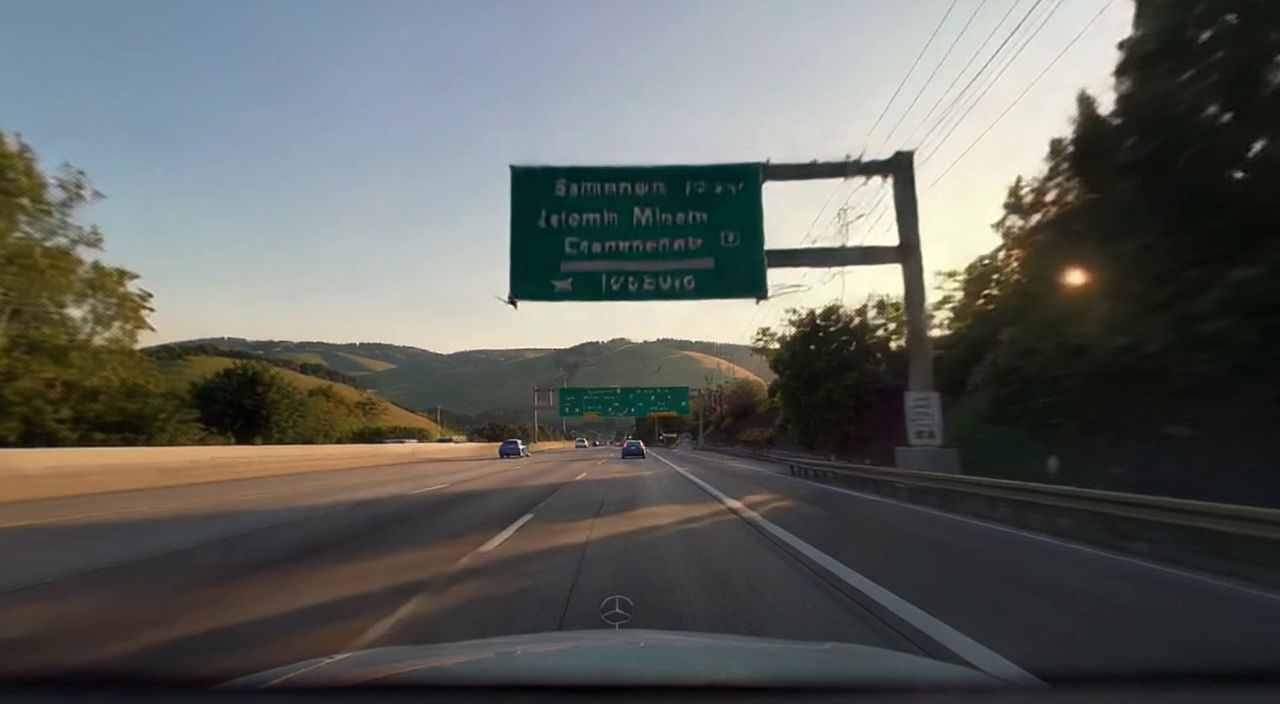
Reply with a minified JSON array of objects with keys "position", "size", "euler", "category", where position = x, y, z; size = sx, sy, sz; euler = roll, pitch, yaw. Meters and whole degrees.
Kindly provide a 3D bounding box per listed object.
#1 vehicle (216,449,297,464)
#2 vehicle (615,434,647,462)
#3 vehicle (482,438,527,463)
[{"position":[-23.084,6.315,38.083],"size":[2.163,0.794,4.642],"euler":[0,-8,-2],"category":"vehicle"},{"position":[-0.599,6.284,41.308],"size":[2.040,1.715,3.906],"euler":[0,-8,-1],"category":"vehicle"},{"position":[-8.745,6.379,40.886],"size":[2.047,1.486,4.306],"euler":[0,-8,-1],"category":"vehicle"}]
